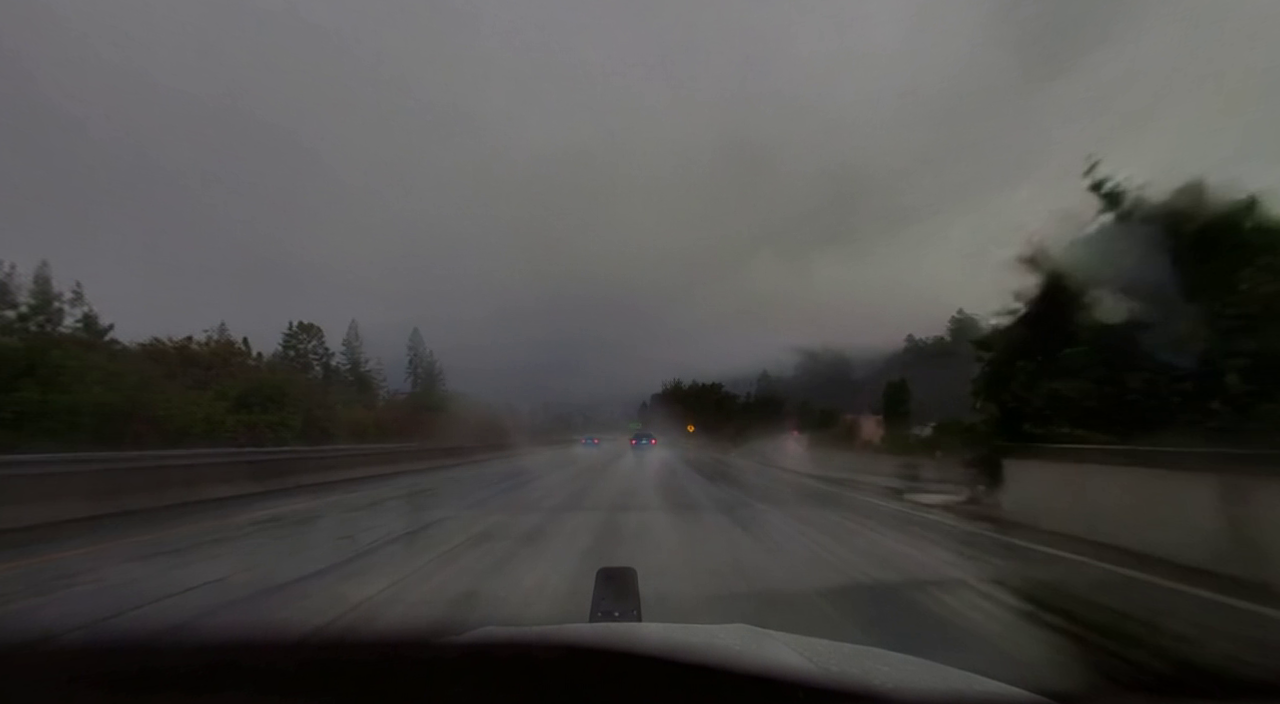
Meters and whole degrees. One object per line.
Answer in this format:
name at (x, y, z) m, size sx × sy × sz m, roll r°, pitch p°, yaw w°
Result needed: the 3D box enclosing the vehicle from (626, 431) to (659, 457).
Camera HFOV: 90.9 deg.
vehicle at (0.106, 5.970, 41.084) m, size 2.041 × 1.618 × 3.898 m, roll 0°, pitch -8°, yaw -1°
